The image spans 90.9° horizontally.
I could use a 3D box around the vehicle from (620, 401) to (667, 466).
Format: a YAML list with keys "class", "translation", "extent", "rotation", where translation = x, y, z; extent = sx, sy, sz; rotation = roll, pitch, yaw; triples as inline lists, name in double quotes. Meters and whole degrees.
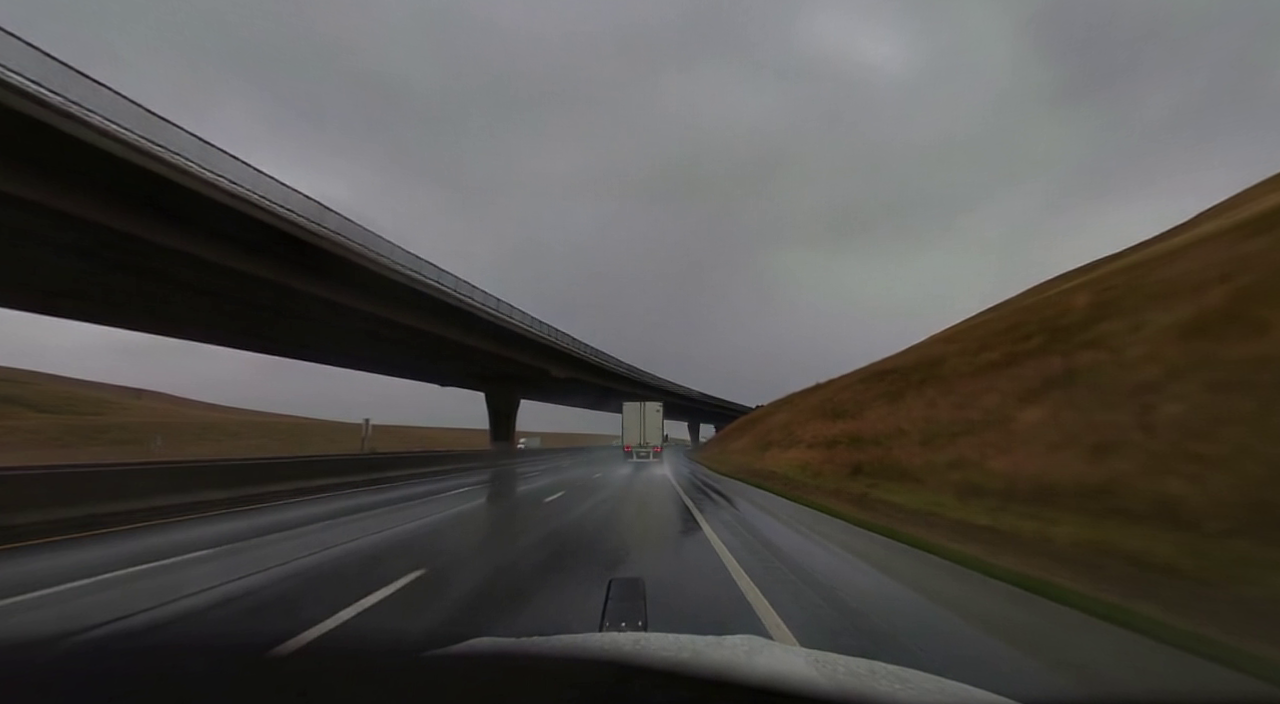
- class: "vehicle"
  translation: [0.163, 5.839, 44.451]
  extent: [2.866, 4.014, 11.261]
  rotation: [0, -8, 0]
